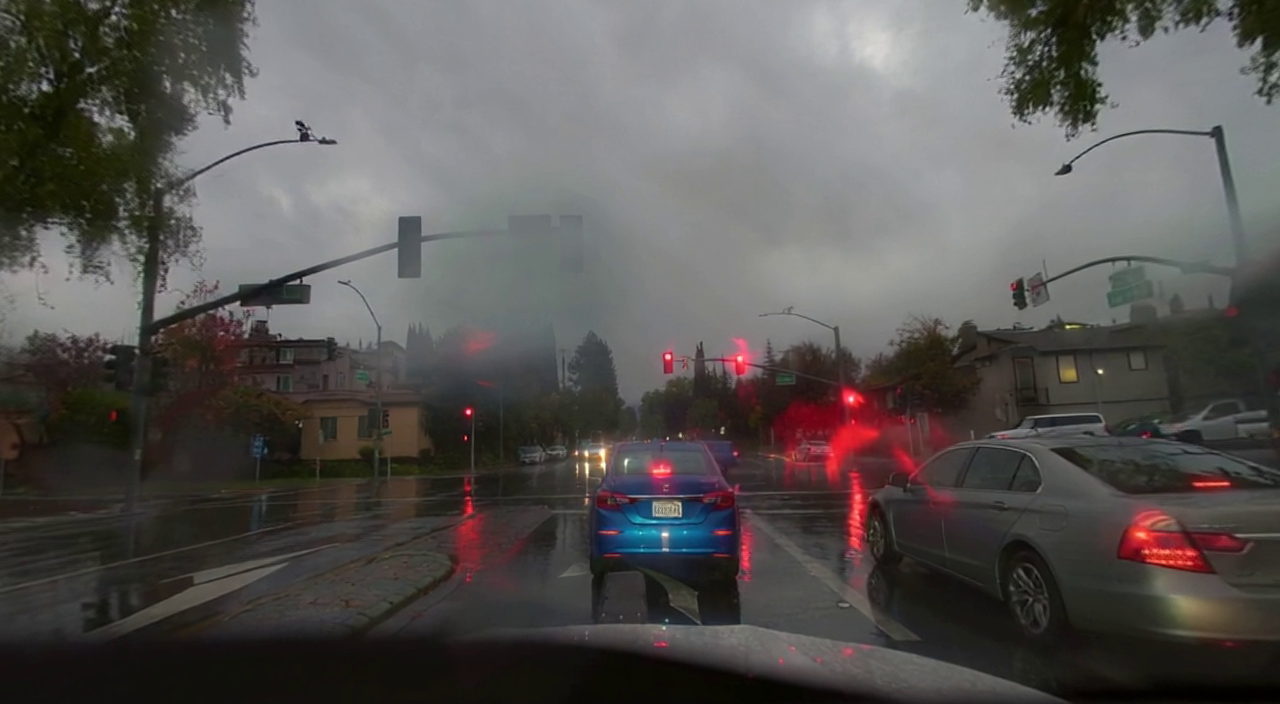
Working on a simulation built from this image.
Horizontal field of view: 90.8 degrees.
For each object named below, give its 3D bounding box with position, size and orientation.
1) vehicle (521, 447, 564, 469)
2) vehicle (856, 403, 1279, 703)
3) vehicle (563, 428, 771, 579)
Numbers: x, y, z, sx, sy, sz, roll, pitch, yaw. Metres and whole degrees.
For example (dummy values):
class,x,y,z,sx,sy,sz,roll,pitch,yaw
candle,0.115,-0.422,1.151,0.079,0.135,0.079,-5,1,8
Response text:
class,x,y,z,sx,sy,sz,roll,pitch,yaw
vehicle,-6.921,7.583,45.302,2.093,1.476,4.278,-1,-9,4
vehicle,3.658,1.340,5.441,1.888,1.486,4.681,0,-9,-1
vehicle,0.305,1.819,8.319,2.090,1.505,3.756,-1,-9,1
